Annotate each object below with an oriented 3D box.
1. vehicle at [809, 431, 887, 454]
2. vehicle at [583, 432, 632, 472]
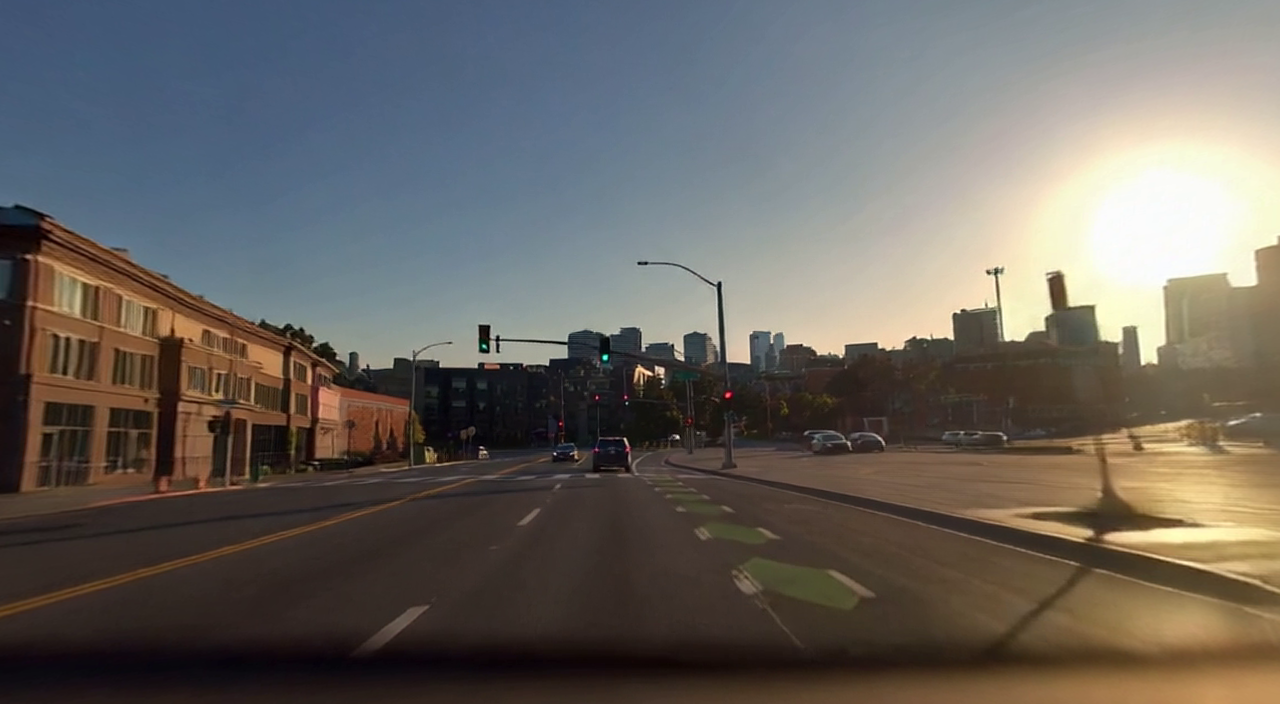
[{"bbox_3d":[13.616,5.941,41.473,4.486,1.494,1.802,0,-8,3],"label":"vehicle"},{"bbox_3d":[-1.522,4.867,30.897,2.230,1.827,4.298,0,-8,-1],"label":"vehicle"}]
